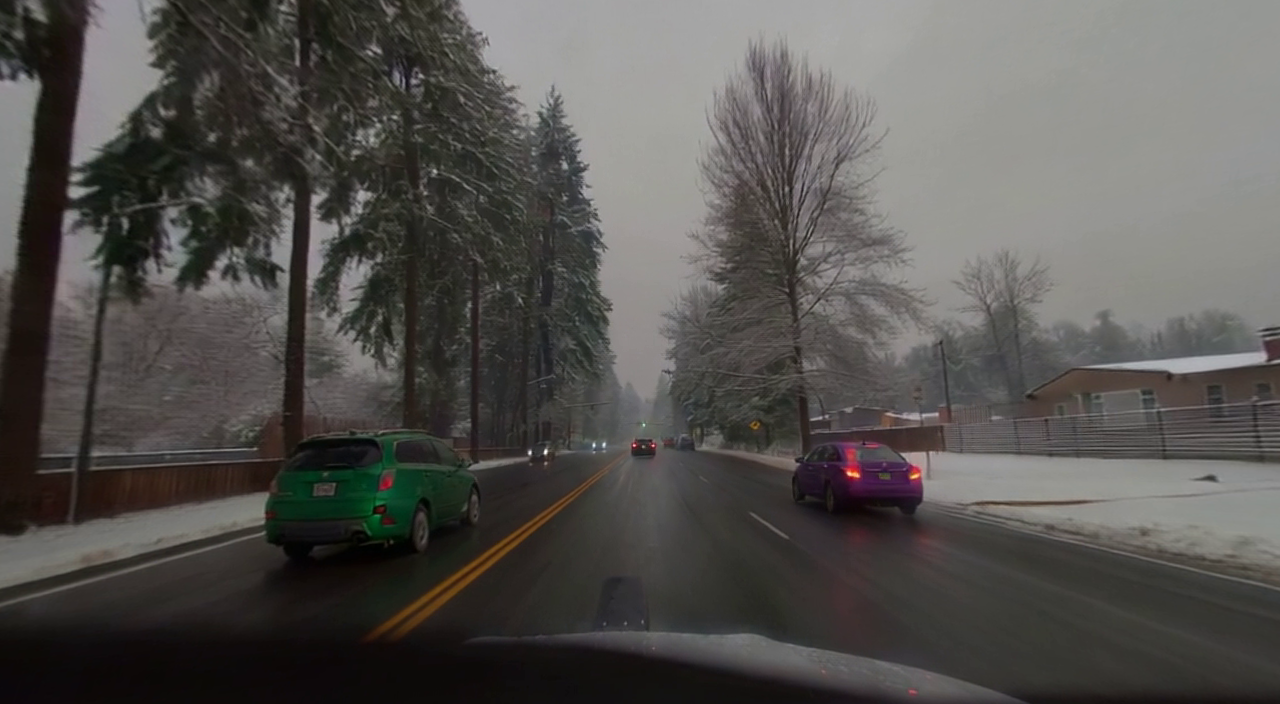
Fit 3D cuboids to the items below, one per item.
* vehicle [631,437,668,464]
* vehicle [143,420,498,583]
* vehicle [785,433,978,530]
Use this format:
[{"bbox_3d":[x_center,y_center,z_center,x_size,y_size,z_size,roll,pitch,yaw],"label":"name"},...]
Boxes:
[{"bbox_3d":[0.627,6.287,40.510,2.206,1.525,4.695,-1,-7,1],"label":"vehicle"},{"bbox_3d":[-3.643,1.752,8.574,2.162,1.546,4.889,-1,-7,2],"label":"vehicle"},{"bbox_3d":[4.294,2.321,12.141,1.943,1.471,4.515,-1,-7,0],"label":"vehicle"}]
